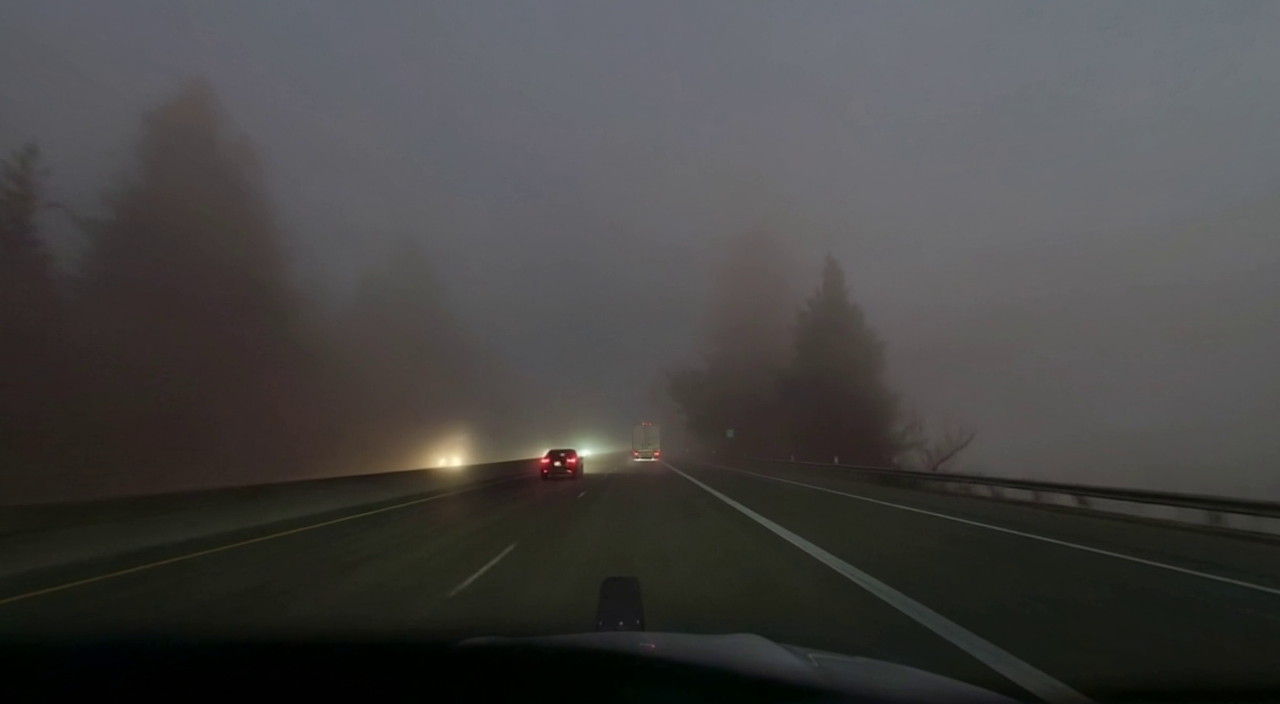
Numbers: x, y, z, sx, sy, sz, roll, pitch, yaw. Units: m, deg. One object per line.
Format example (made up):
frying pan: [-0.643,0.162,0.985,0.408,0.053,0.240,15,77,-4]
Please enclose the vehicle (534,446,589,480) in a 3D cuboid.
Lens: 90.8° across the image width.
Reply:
vehicle: [-3.512,5.040,28.867,1.955,1.438,4.100,-1,-9,1]
